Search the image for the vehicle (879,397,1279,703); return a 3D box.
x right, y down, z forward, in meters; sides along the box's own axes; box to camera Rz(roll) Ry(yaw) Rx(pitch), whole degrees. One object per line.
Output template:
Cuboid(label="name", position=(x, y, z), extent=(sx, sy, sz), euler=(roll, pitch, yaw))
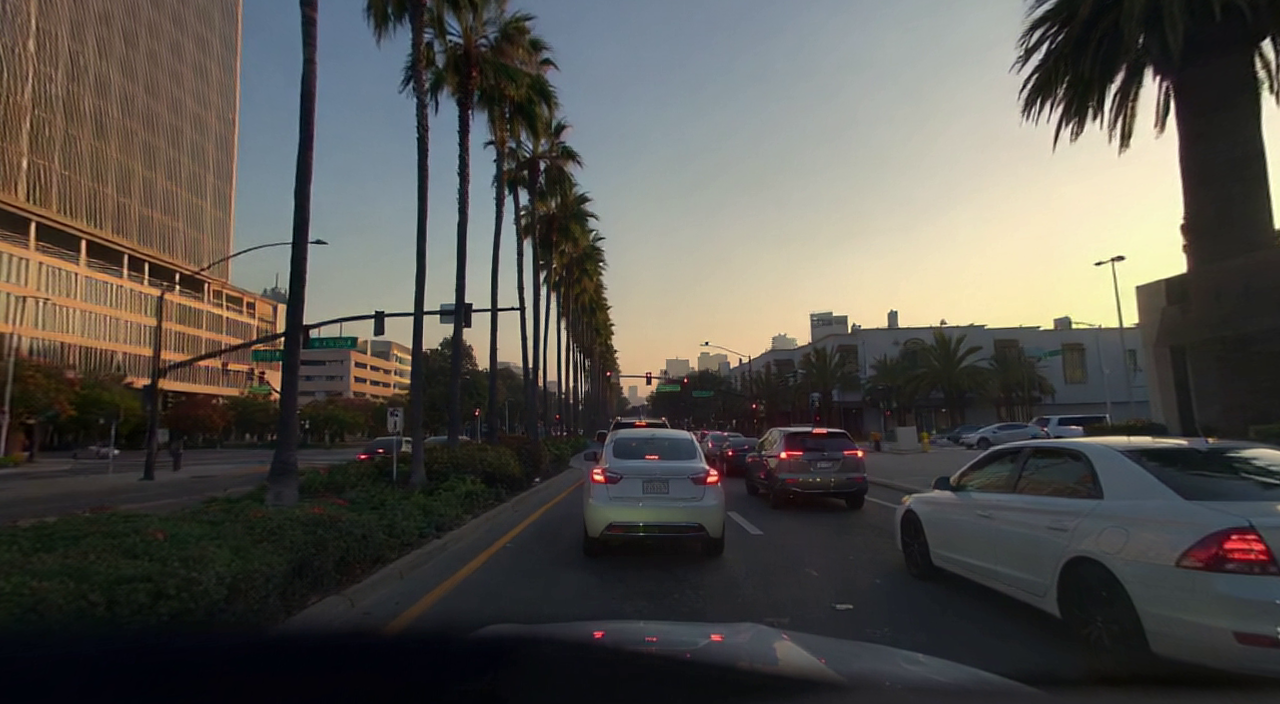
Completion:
Cuboid(label="vehicle", position=(3.541, 1.221, 4.474), extent=(1.910, 1.490, 4.661), euler=(0, -8, 1))

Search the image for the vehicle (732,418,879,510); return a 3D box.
Cuboid(label="vehicle", position=(3.498, 2.470, 14.315), extent=(2.169, 1.751, 4.276), euler=(0, -8, 0))

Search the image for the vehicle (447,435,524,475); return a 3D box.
Cuboid(label="vehicle", position=(-6.053, 4.100, 25.255), extent=(1.822, 1.456, 4.396), euler=(-1, -8, 2))

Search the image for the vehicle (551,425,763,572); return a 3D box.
Cuboid(label="vehicle", position=(0.177, 1.786, 8.458), extent=(2.140, 1.474, 4.026), euler=(0, -8, 0))

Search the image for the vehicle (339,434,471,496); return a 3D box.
Cuboid(label="vehicle", position=(-6.255, 3.052, 17.376), extent=(1.900, 1.487, 4.165), euler=(0, -8, 2))
